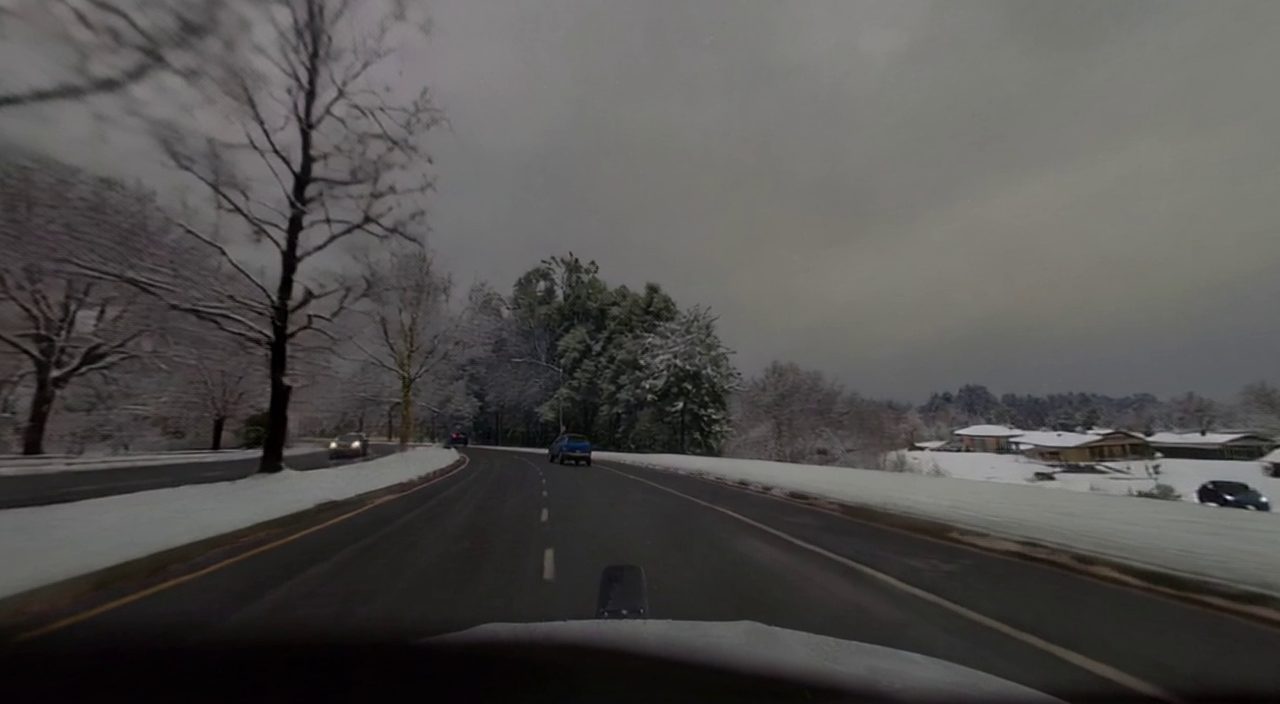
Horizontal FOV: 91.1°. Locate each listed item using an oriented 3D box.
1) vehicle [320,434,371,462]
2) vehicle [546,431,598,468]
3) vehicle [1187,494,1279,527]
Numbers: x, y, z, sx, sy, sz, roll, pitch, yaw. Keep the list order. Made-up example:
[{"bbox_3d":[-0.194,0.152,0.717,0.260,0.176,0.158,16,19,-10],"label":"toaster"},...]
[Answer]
[{"bbox_3d":[-19.742,6.441,42.255,2.172,1.738,4.617,2,-9,-14],"label":"vehicle"},{"bbox_3d":[-3.711,5.207,33.619,2.166,1.828,4.607,2,-9,-14],"label":"vehicle"},{"bbox_3d":[37.199,9.862,39.063,4.607,1.572,1.763,-6,-11,40],"label":"vehicle"}]
